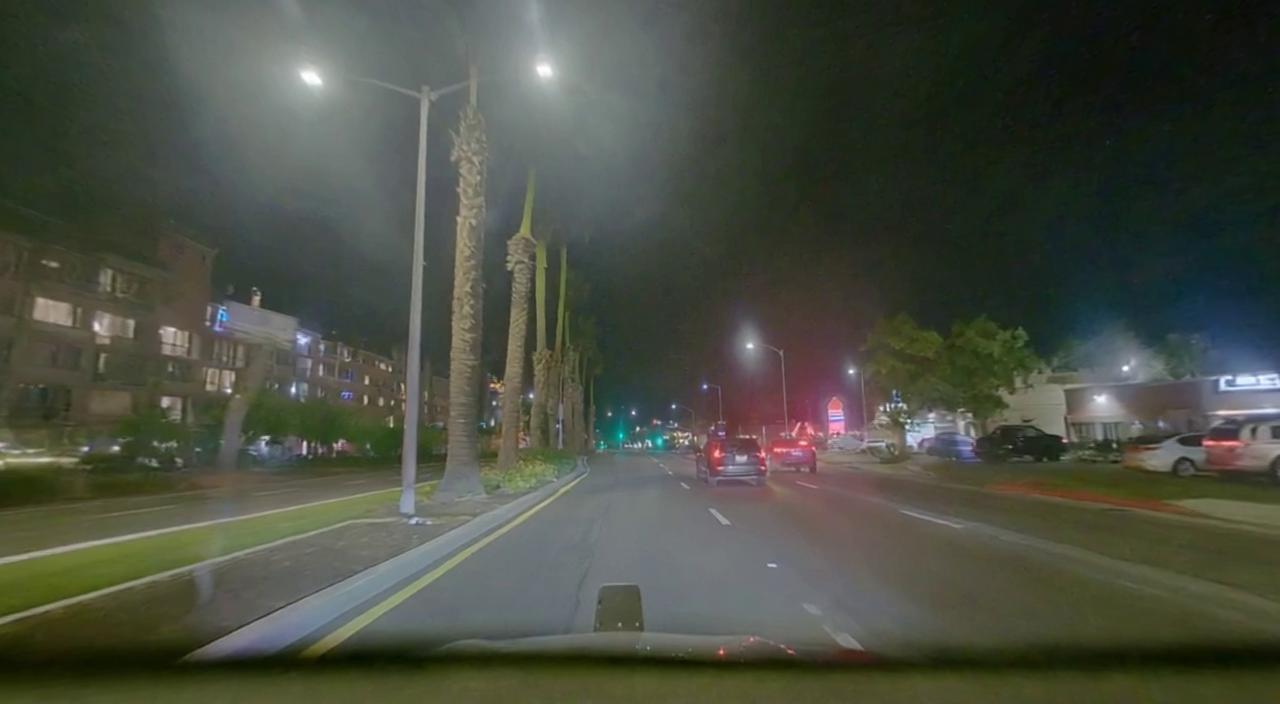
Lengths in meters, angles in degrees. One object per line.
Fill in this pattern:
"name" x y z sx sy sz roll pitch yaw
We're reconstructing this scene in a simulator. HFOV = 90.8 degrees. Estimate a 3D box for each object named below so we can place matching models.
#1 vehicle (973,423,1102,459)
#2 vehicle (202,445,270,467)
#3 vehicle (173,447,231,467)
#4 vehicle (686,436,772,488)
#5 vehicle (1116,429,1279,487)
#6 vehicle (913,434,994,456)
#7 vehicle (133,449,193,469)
"vehicle" 21.844 4.921 34.906 5.644 1.937 2.174 0 -8 -1
"vehicle" -30.965 7.942 48.586 1.933 1.586 4.594 -1 -8 3
"vehicle" -33.605 8.045 48.590 1.829 1.492 3.741 0 -8 -1
"vehicle" 2.691 3.446 20.098 1.964 1.448 4.295 0 -8 -2
"vehicle" 16.363 3.009 18.181 1.920 1.430 4.710 -1 -8 4
"vehicle" 22.297 6.616 45.028 4.633 1.518 2.008 0 -8 -1
"vehicle" -36.098 8.083 47.928 1.777 1.425 3.875 0 -8 -5
